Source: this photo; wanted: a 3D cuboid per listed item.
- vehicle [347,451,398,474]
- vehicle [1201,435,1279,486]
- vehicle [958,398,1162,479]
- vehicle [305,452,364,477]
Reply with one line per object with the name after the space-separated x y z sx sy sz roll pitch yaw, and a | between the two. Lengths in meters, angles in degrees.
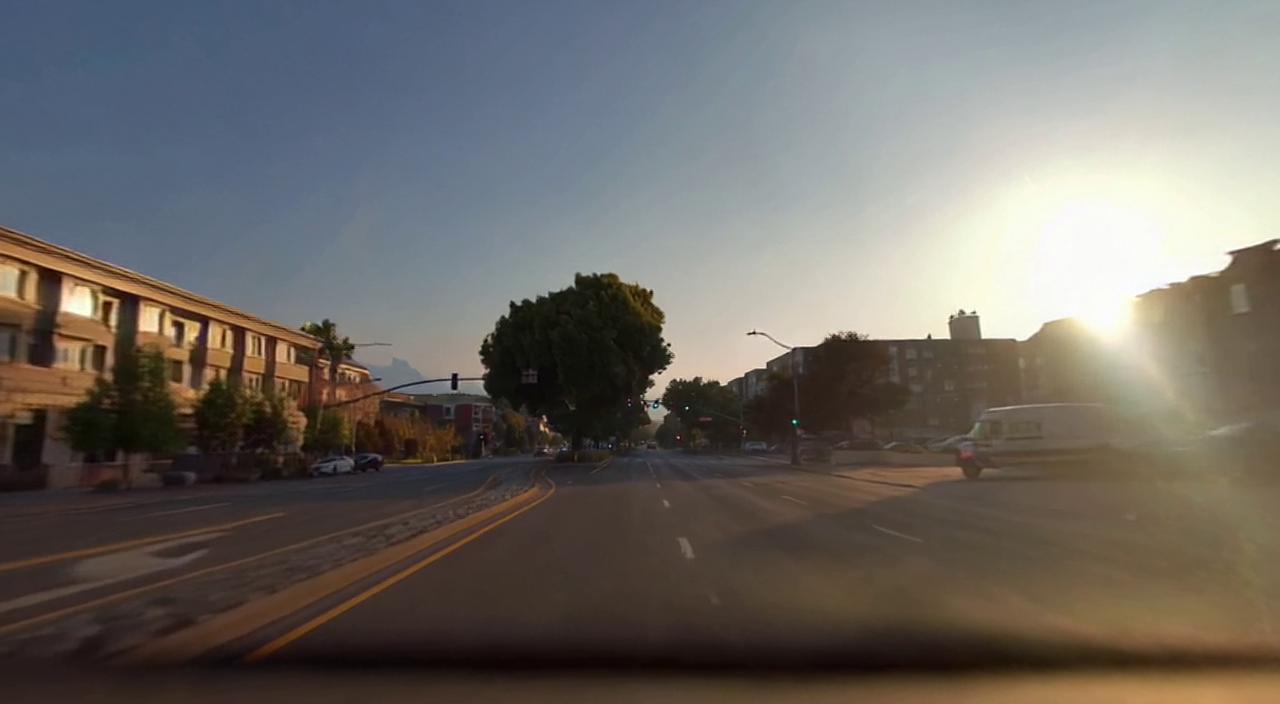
-20.121 8.305 47.692 1.911 1.458 4.547 -1 -7 -1 | vehicle
22.770 3.932 23.079 4.431 1.688 1.996 5 -10 -31 | vehicle
17.913 3.769 27.383 6.639 3.312 2.759 -1 -9 3 | vehicle
-20.245 7.443 42.057 1.713 1.499 4.040 -1 -9 3 | vehicle
